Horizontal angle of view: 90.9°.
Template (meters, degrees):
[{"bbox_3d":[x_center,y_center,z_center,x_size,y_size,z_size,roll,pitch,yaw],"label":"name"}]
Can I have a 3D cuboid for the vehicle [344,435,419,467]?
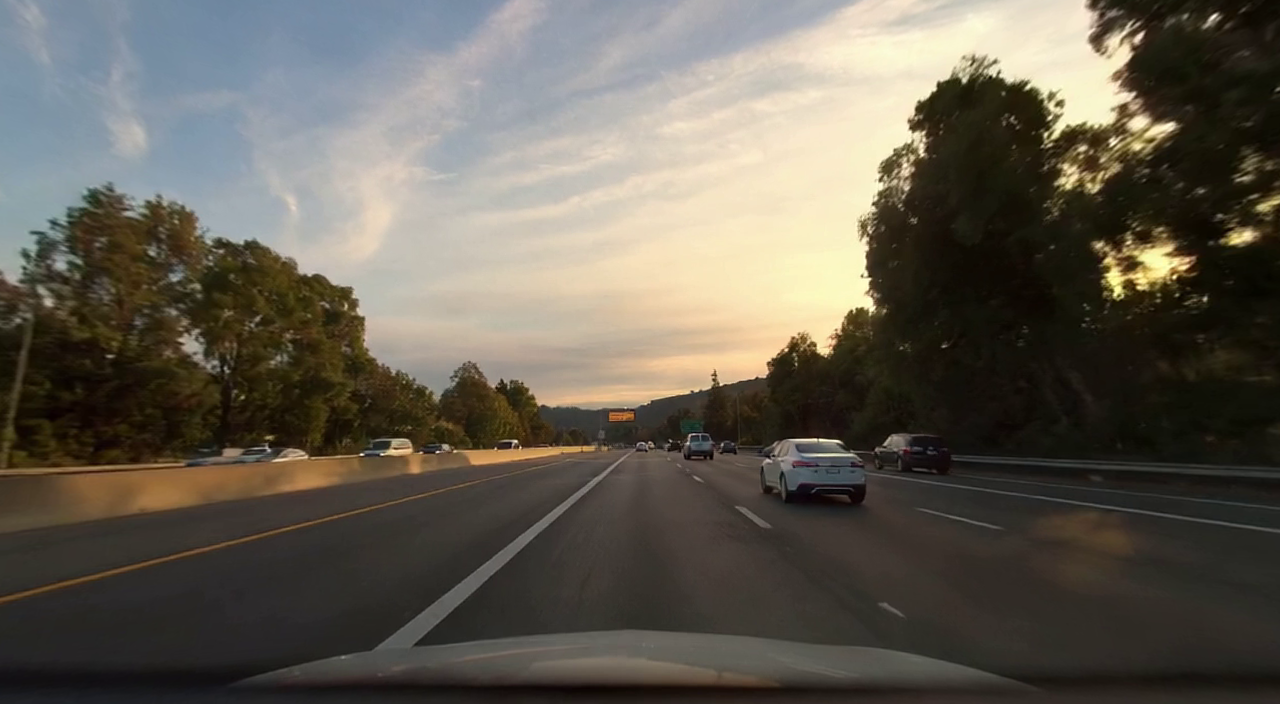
[{"bbox_3d":[-17.898,6.895,44.172,2.550,2.068,6.244,0,-8,1],"label":"vehicle"}]

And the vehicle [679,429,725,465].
[{"bbox_3d":[3.689,5.772,38.428,2.218,1.964,5.662,0,-8,0],"label":"vehicle"}]

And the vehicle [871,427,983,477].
[{"bbox_3d":[11.507,4.050,25.776,2.084,1.786,5.065,0,-8,-1],"label":"vehicle"}]

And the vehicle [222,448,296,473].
[{"bbox_3d":[-24.672,6.998,41.025,1.862,1.471,4.662,0,-8,1],"label":"vehicle"}]

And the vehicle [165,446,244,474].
[{"bbox_3d":[-29.275,7.253,42.591,1.919,1.711,4.710,0,-8,0],"label":"vehicle"}]

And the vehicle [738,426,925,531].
[{"bbox_3d":[3.226,2.229,11.809,1.978,1.535,4.705,0,-8,-1],"label":"vehicle"}]
